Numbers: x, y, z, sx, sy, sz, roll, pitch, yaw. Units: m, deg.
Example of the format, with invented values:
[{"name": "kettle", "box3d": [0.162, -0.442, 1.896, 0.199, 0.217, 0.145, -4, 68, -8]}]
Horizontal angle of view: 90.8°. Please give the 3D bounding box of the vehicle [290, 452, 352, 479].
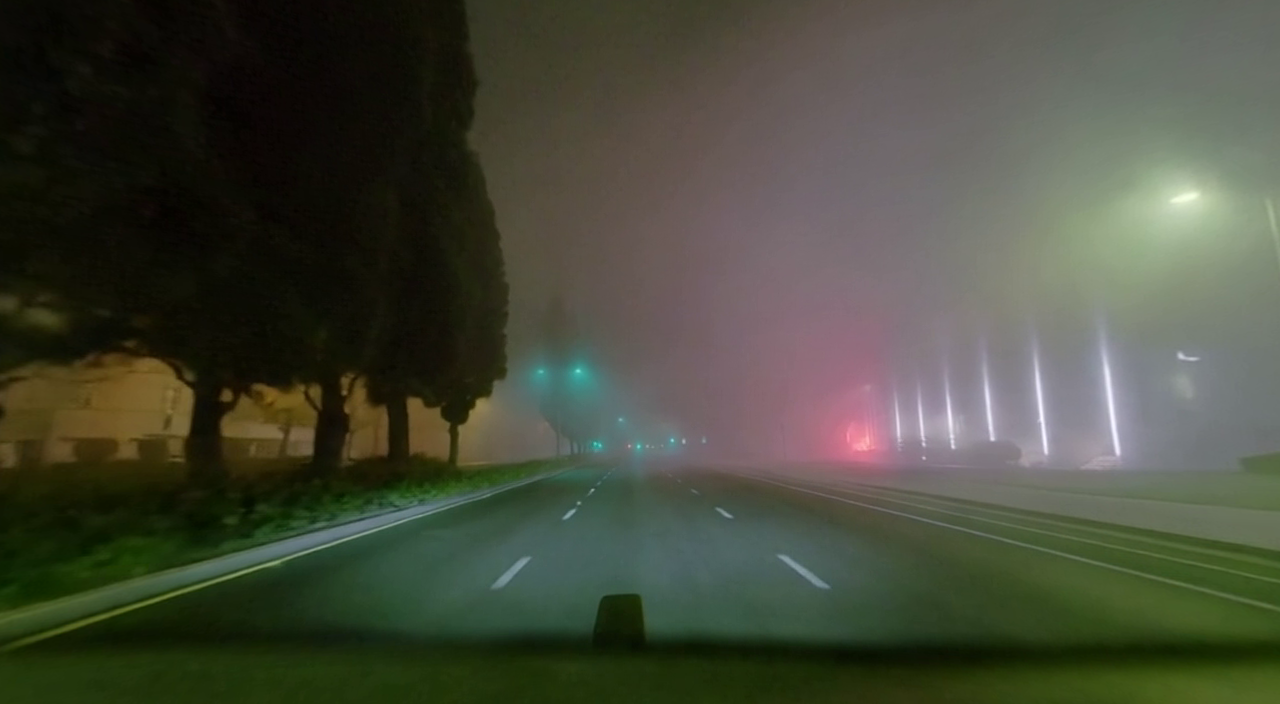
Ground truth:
[{"name": "vehicle", "box3d": [-22.165, 7.874, 44.122, 1.990, 1.650, 4.617, 0, -8, -1]}]
